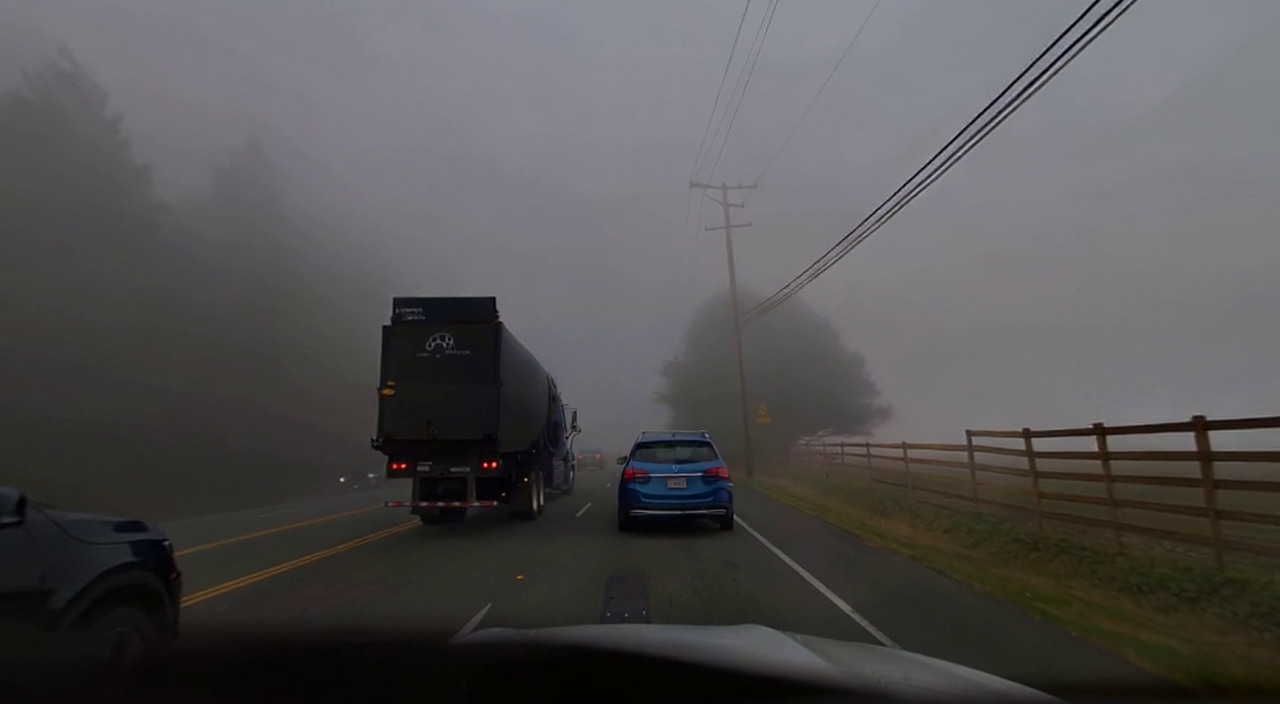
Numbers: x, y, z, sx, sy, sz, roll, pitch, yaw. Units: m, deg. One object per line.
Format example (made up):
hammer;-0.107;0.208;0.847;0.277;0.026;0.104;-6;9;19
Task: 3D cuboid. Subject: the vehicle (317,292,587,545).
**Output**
vehicle;-3.045;1.585;13.590;2.928;3.658;8.980;0;-9;1

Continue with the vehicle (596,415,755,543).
vehicle;0.473;2.057;10.781;2.174;1.749;4.113;0;-9;0

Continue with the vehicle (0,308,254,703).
vehicle;-3.098;0.626;0.949;2.093;1.832;4.508;0;-9;1
